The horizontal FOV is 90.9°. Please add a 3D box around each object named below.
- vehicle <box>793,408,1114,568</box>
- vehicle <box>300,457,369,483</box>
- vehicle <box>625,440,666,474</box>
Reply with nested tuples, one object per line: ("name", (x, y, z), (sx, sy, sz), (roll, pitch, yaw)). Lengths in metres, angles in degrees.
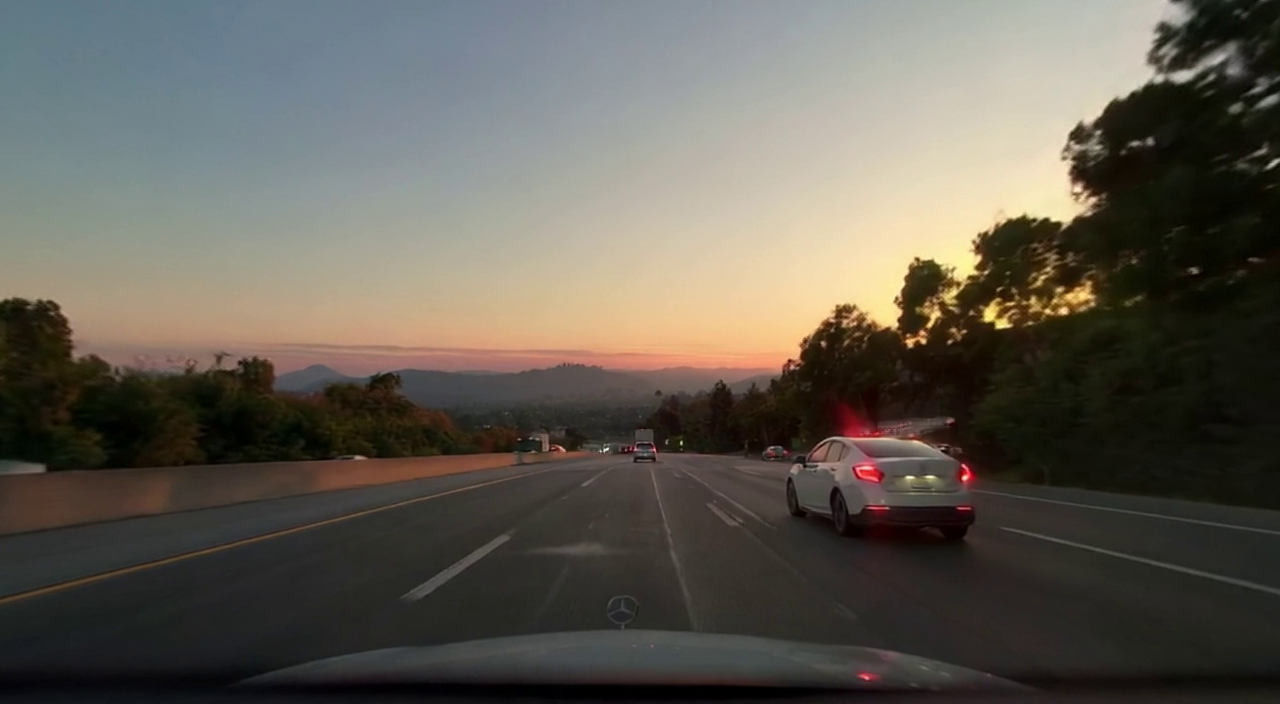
("vehicle", (3.786, 1.780, 8.969), (2.008, 1.595, 5.082), (0, -9, 1))
("vehicle", (-19.171, 7.404, 39.803), (1.889, 1.486, 4.749), (0, -9, 1))
("vehicle", (0.249, 5.464, 32.945), (2.015, 1.639, 4.086), (0, -9, 0))
